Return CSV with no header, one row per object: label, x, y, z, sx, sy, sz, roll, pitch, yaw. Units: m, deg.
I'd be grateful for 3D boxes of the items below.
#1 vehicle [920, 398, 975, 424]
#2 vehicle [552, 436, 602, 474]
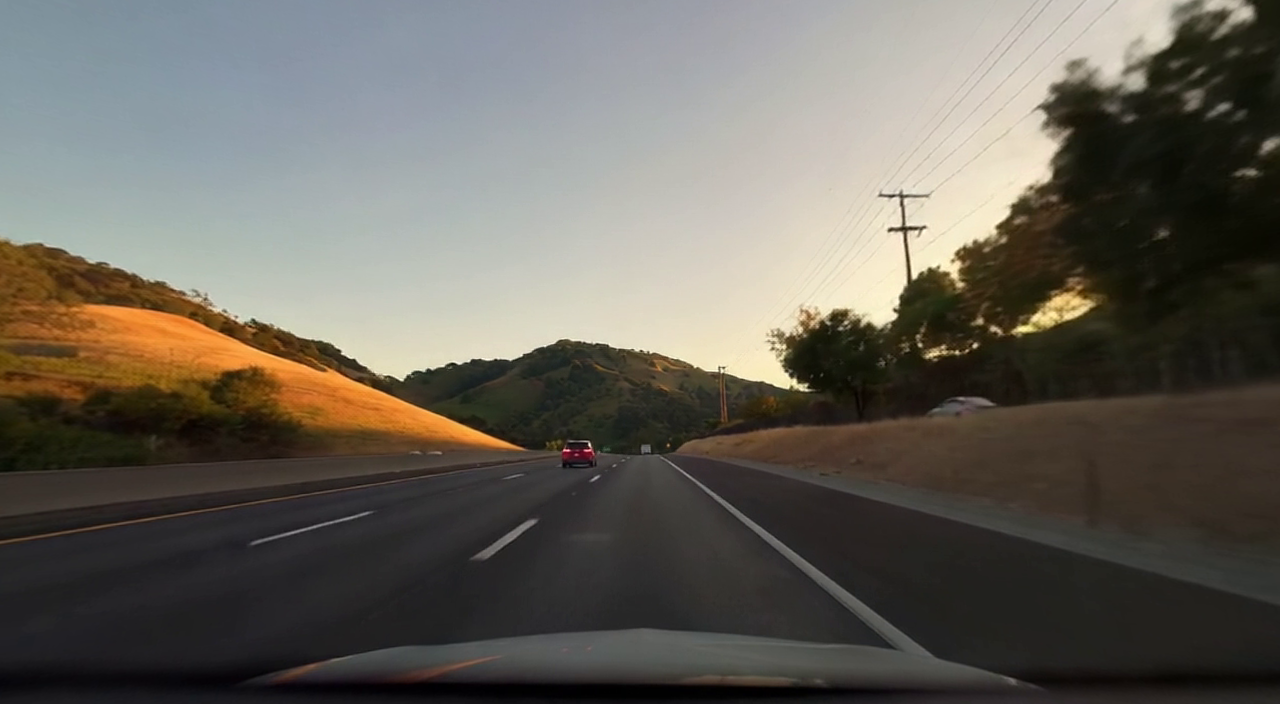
vehicle,23.778,4.619,48.977,1.914,1.713,4.630,-1,-8,1
vehicle,-3.276,5.413,33.499,2.136,1.845,4.515,0,-8,1
